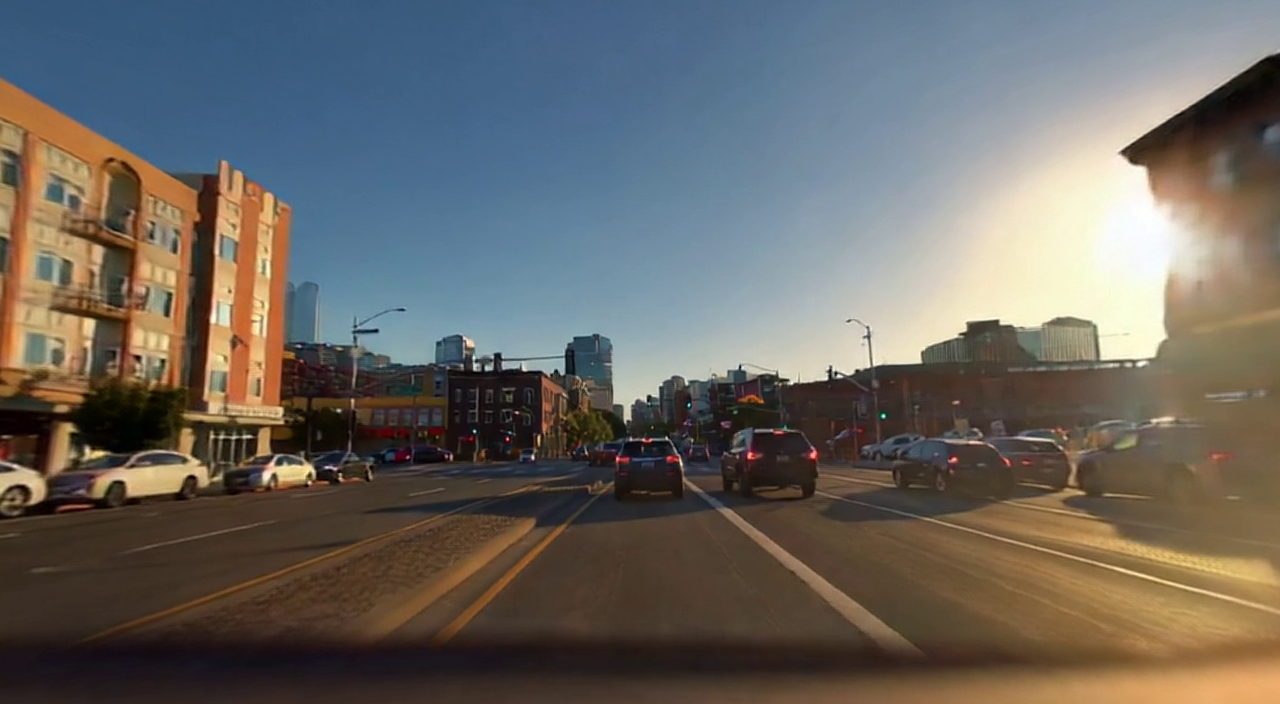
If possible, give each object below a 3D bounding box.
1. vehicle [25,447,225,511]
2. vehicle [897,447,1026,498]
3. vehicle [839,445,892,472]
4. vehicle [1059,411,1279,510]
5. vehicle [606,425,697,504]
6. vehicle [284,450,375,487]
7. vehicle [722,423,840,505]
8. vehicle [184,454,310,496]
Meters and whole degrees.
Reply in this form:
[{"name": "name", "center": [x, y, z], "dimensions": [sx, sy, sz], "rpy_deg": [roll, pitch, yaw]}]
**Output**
[{"name": "vehicle", "center": [-15.497, 3.789, 19.499], "dimensions": [1.825, 1.685, 5.220], "rpy_deg": [1, -8, -1]}, {"name": "vehicle", "center": [10.382, 3.879, 20.813], "dimensions": [1.863, 1.426, 4.494], "rpy_deg": [0, -8, 0]}, {"name": "vehicle", "center": [14.508, 6.877, 40.828], "dimensions": [1.734, 1.527, 4.531], "rpy_deg": [-3, -9, 0]}, {"name": "vehicle", "center": [13.968, 2.767, 16.430], "dimensions": [2.172, 2.060, 5.546], "rpy_deg": [-3, -9, 0]}, {"name": "vehicle", "center": [0.250, 3.024, 17.424], "dimensions": [2.157, 1.863, 4.665], "rpy_deg": [0, -8, 0]}, {"name": "vehicle", "center": [-15.445, 5.796, 31.730], "dimensions": [2.096, 1.416, 4.885], "rpy_deg": [0, -6, 0]}, {"name": "vehicle", "center": [3.715, 3.053, 17.711], "dimensions": [2.115, 1.932, 5.189], "rpy_deg": [0, -8, 0]}, {"name": "vehicle", "center": [-15.409, 4.825, 25.172], "dimensions": [1.792, 1.429, 5.161], "rpy_deg": [0, -9, -1]}]
